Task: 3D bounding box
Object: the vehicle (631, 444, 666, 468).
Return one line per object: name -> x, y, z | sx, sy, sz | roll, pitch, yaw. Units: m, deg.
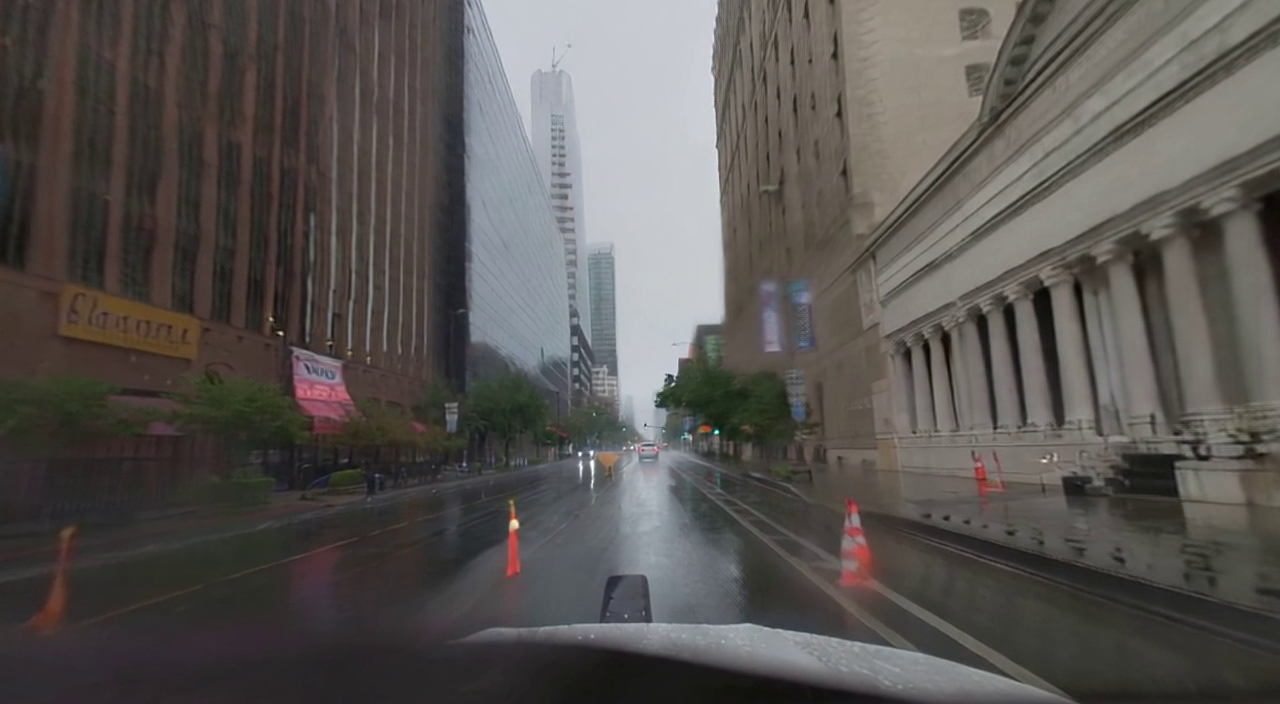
vehicle -> 0.555, 7.040, 42.781 | 2.216, 1.492, 4.725 | 0, -8, 1
